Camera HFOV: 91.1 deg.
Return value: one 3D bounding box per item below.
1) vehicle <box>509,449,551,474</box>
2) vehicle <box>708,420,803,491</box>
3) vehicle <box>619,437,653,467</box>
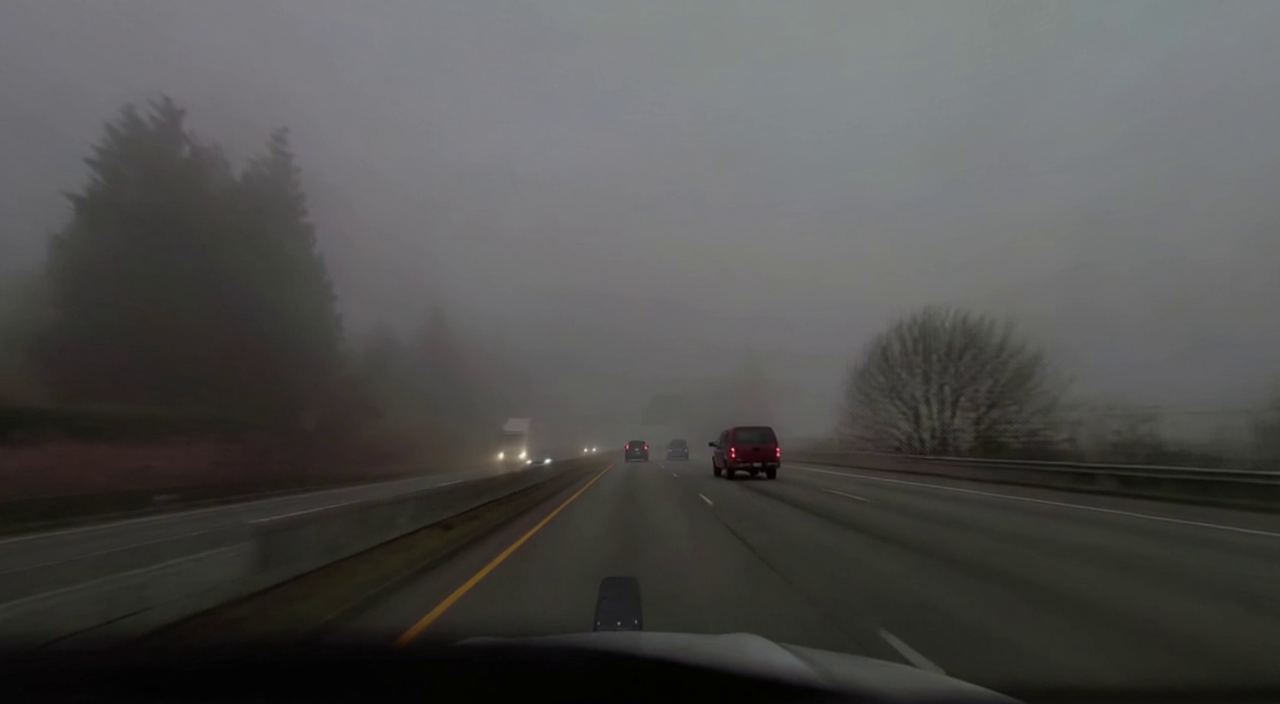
[{"bbox_3d":[-7.028,7.064,40.707,1.901,1.462,4.439,0,-9,0],"label":"vehicle"},{"bbox_3d":[3.537,3.278,20.187,1.981,1.984,4.623,0,-9,-2],"label":"vehicle"},{"bbox_3d":[-0.278,6.833,43.009,2.192,1.912,4.524,0,-9,-1],"label":"vehicle"}]
